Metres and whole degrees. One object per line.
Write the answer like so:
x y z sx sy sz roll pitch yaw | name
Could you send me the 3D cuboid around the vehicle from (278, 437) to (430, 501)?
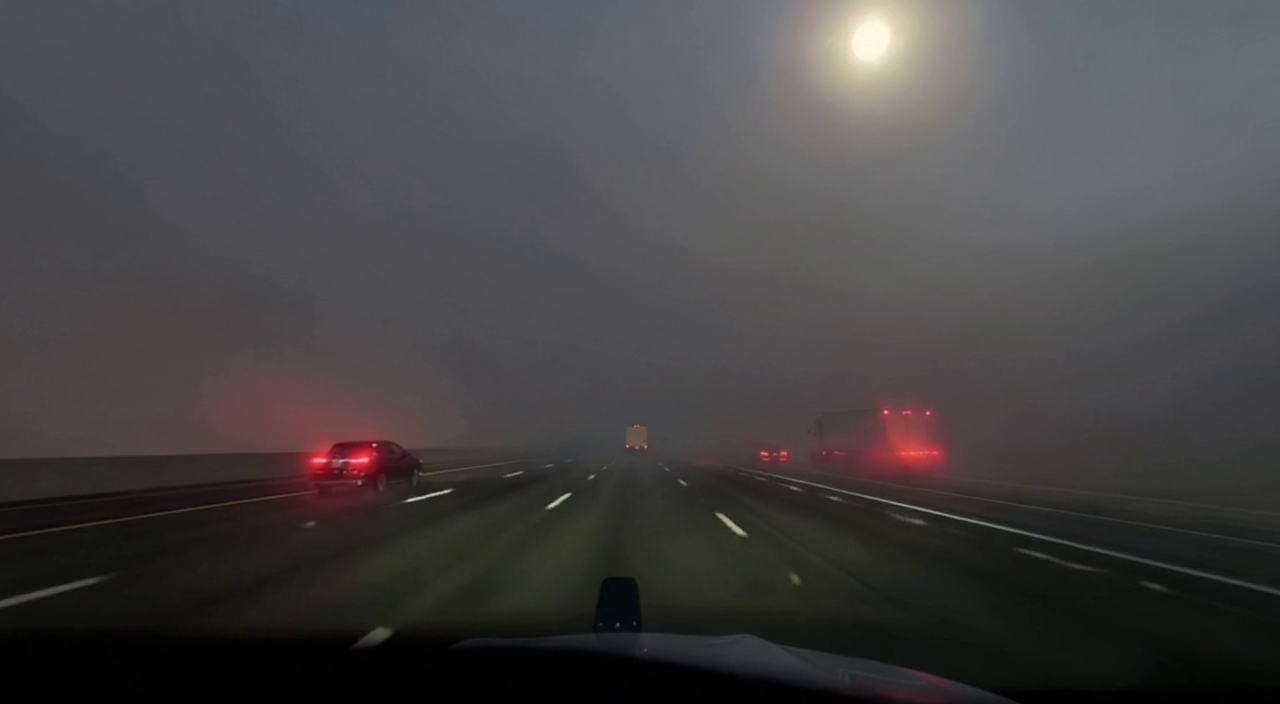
-7.761 3.199 17.830 2.005 1.545 4.874 0 -8 0 | vehicle
